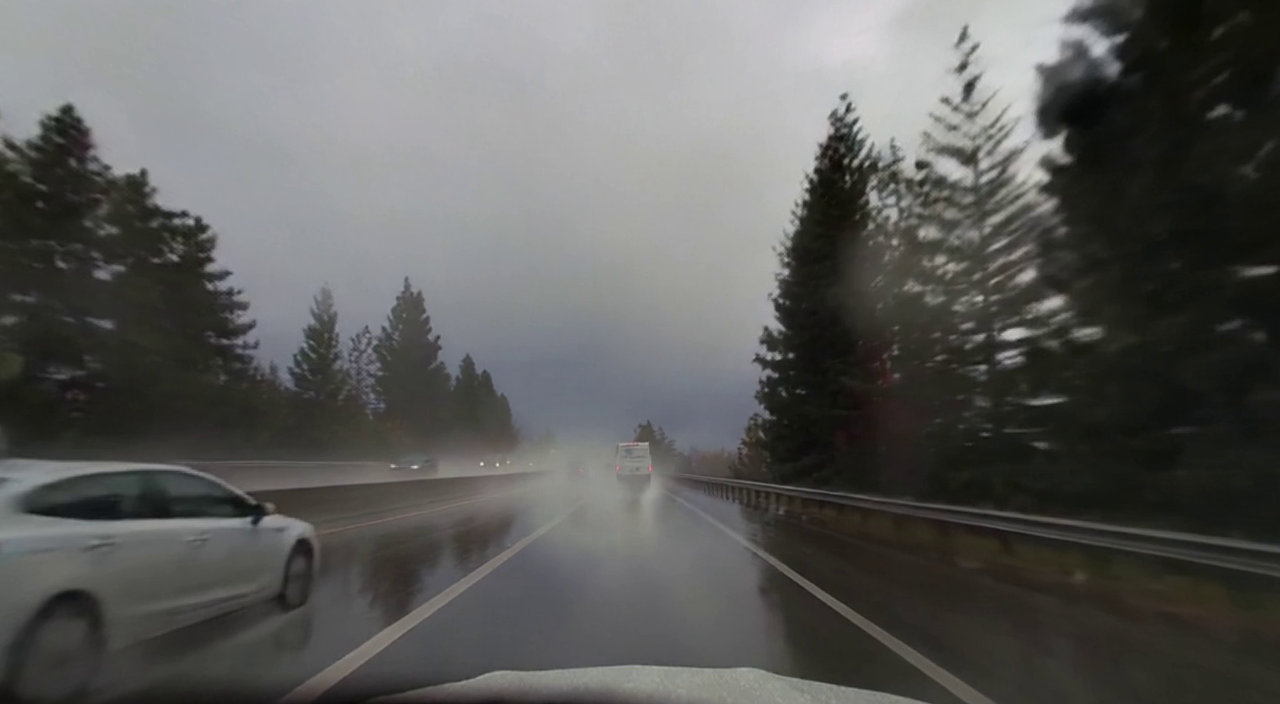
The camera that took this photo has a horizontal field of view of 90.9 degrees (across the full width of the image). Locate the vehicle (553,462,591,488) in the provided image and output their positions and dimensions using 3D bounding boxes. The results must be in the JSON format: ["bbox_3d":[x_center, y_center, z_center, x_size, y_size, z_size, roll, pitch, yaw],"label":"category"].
[{"bbox_3d":[-4.511,8.206,42.258,2.100,1.605,3.883,1,-10,0],"label":"vehicle"}]

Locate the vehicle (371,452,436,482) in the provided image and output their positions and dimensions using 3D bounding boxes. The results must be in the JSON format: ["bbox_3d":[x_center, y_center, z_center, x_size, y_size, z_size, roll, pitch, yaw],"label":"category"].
[{"bbox_3d":[-13.307,6.542,35.820,1.895,1.532,4.810,1,-10,-1],"label":"vehicle"}]

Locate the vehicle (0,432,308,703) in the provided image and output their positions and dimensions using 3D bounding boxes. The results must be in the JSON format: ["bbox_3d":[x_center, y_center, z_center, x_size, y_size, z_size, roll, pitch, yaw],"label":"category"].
[{"bbox_3d":[-4.245,1.247,3.698,2.128,1.491,4.508,1,-10,0],"label":"vehicle"}]

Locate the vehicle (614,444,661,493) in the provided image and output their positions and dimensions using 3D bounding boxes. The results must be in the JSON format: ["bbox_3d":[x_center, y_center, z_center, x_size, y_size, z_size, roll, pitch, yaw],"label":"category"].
[{"bbox_3d":[-0.184,6.718,36.374,2.482,2.549,5.447,1,-10,-1],"label":"vehicle"}]
